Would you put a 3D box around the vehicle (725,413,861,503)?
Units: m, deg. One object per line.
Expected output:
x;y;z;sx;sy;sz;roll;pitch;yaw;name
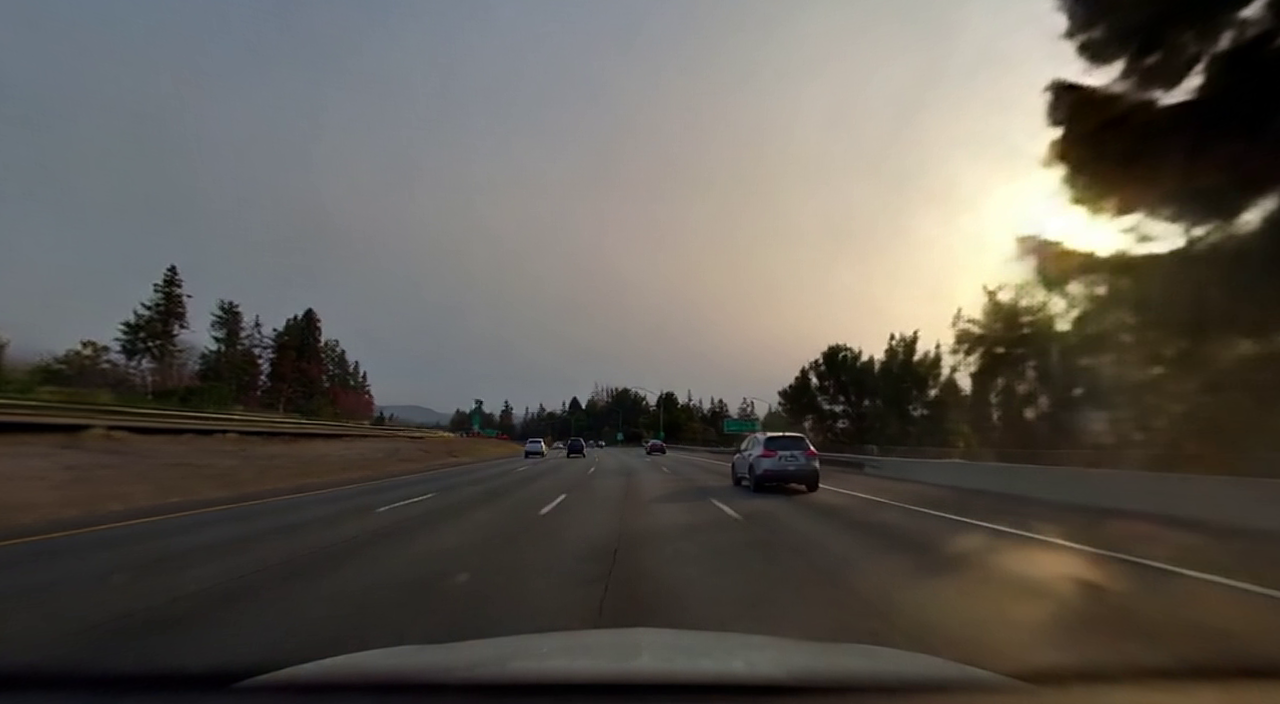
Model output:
3.405;2.462;14.987;2.043;1.795;4.347;0;-8;-1;vehicle

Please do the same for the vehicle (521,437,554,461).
-7.412;7.098;46.071;2.064;1.645;4.286;1;-8;-5;vehicle
